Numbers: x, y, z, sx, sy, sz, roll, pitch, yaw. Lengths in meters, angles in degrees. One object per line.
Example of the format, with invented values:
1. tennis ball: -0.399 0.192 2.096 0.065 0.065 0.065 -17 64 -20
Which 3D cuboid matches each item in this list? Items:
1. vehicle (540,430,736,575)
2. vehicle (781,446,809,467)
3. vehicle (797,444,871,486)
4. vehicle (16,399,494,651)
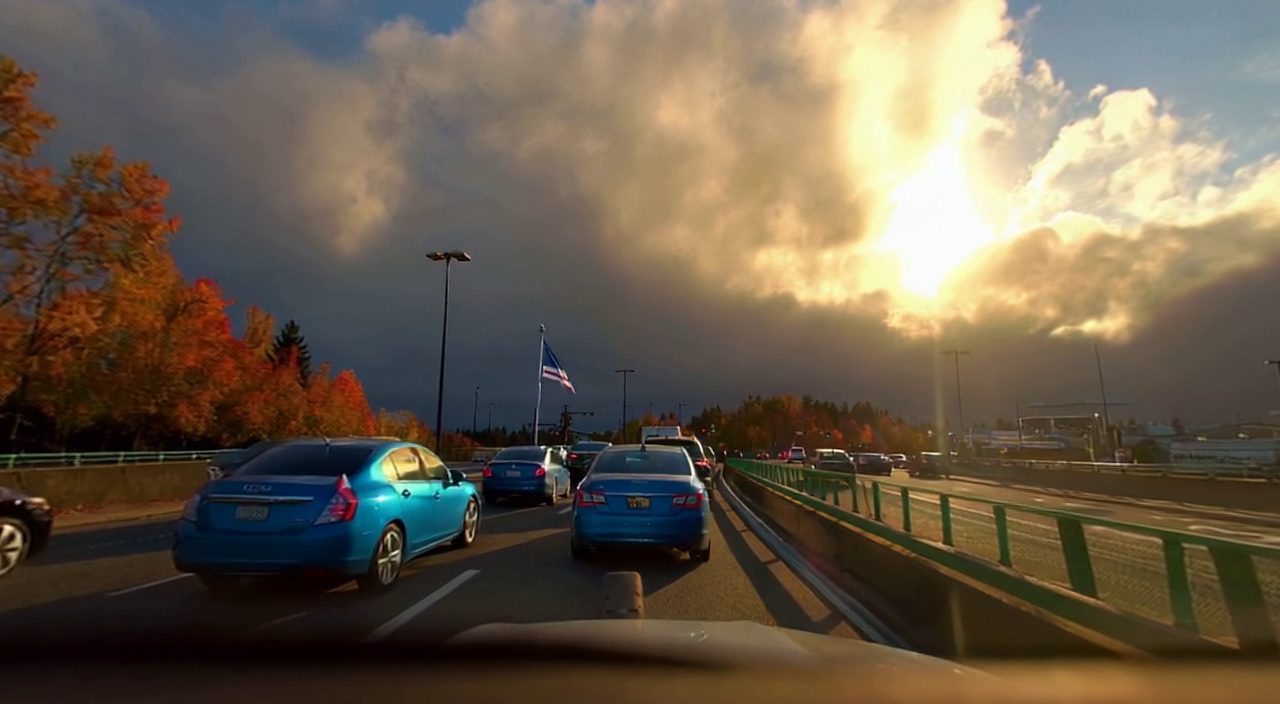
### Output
1. vehicle: 0.096 1.927 8.919 2.090 1.506 4.276 0 -9 3
2. vehicle: 12.205 8.268 49.800 1.944 1.544 4.301 -1 -9 12
3. vehicle: 8.109 4.736 26.741 2.011 1.610 4.568 0 -9 5
4. vehicle: -3.075 1.465 6.384 1.988 1.635 4.260 0 -9 3
